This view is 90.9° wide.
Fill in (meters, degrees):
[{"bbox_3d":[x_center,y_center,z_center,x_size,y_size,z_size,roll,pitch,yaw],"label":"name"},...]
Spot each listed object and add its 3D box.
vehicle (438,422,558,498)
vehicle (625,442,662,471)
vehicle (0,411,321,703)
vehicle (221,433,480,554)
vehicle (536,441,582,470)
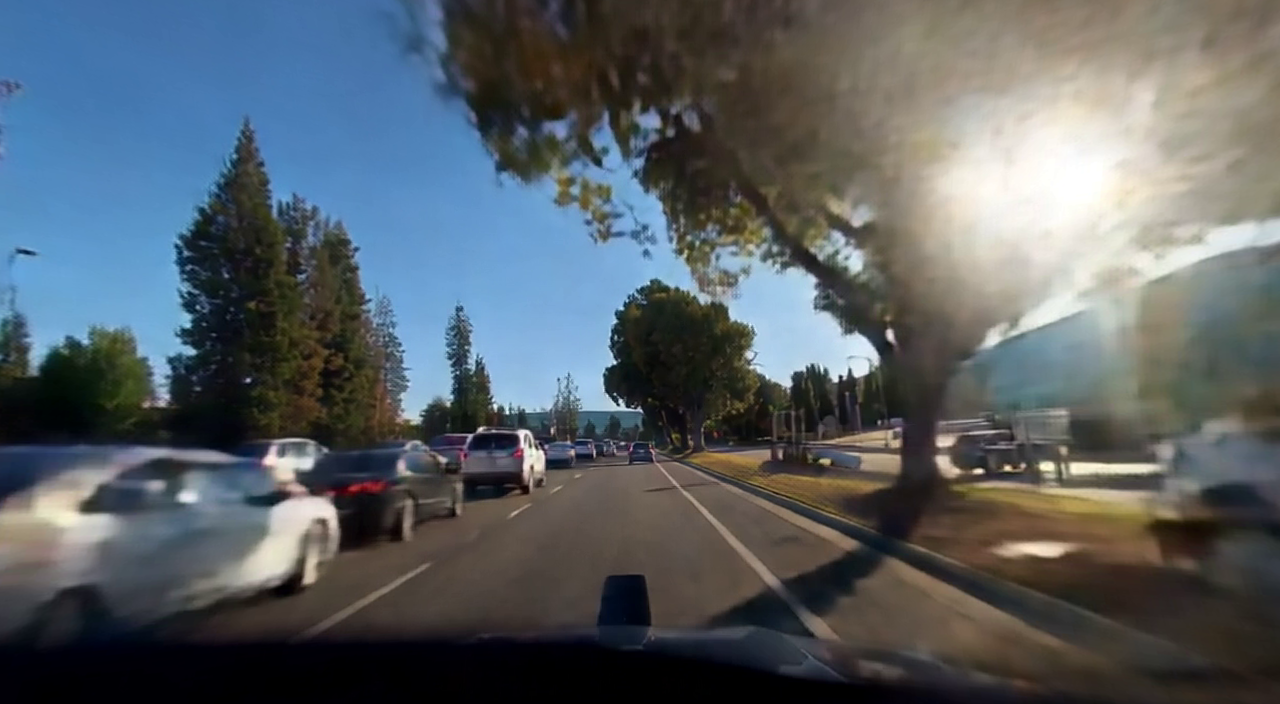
[{"bbox_3d":[-3.869,3.074,18.322,2.242,1.852,5.201,0,-8,0],"label":"vehicle"},{"bbox_3d":[0.178,5.667,34.449,1.875,1.453,3.888,0,-8,0],"label":"vehicle"},{"bbox_3d":[-4.010,1.143,3.759,1.952,1.471,4.334,0,-8,0],"label":"vehicle"},{"bbox_3d":[-4.193,2.097,10.176,1.958,1.472,4.555,0,-8,1],"label":"vehicle"},{"bbox_3d":[-4.438,5.727,35.096,2.068,1.480,4.039,0,-8,0],"label":"vehicle"}]
